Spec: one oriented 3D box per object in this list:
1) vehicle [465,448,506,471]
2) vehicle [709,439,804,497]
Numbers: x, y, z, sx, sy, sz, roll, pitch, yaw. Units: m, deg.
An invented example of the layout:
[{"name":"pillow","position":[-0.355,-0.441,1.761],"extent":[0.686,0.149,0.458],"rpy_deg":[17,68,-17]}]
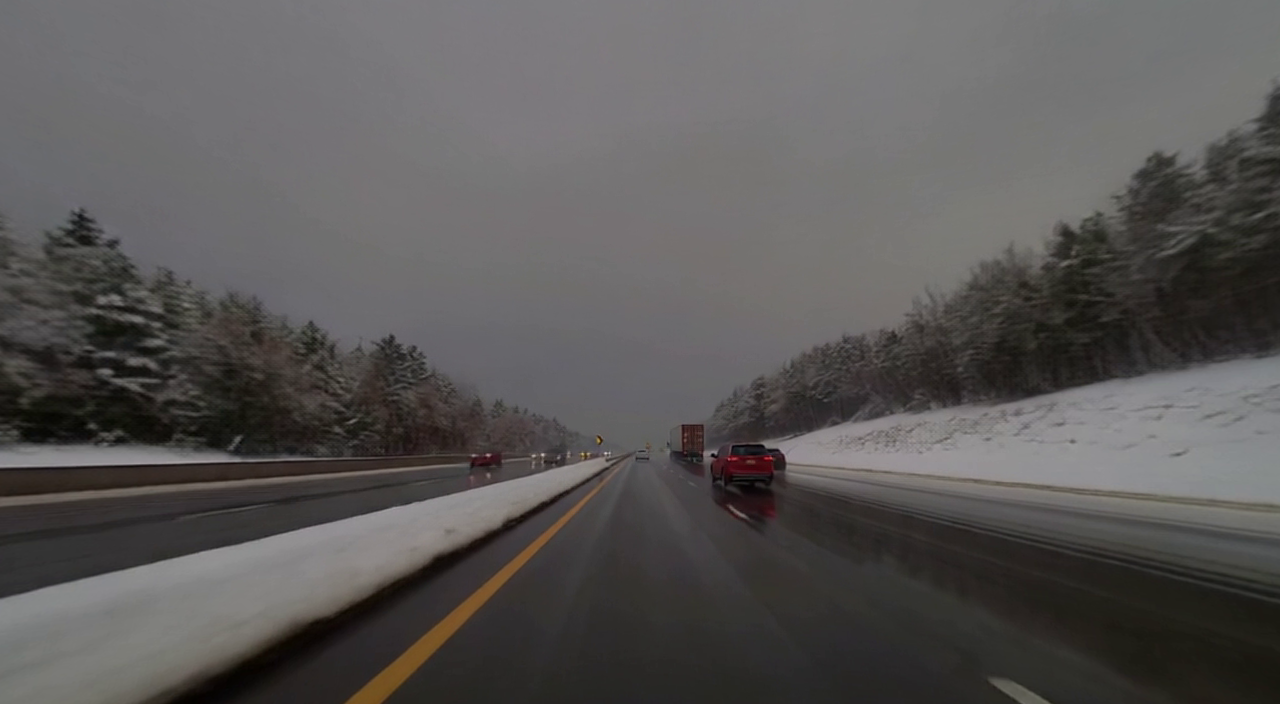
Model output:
[{"name":"vehicle","position":[-11.668,8.152,47.925],"extent":[1.961,1.615,4.473],"rpy_deg":[0,-9,1]},{"name":"vehicle","position":[3.659,3.749,20.704],"extent":[2.130,1.658,4.537],"rpy_deg":[0,-9,-2]}]
